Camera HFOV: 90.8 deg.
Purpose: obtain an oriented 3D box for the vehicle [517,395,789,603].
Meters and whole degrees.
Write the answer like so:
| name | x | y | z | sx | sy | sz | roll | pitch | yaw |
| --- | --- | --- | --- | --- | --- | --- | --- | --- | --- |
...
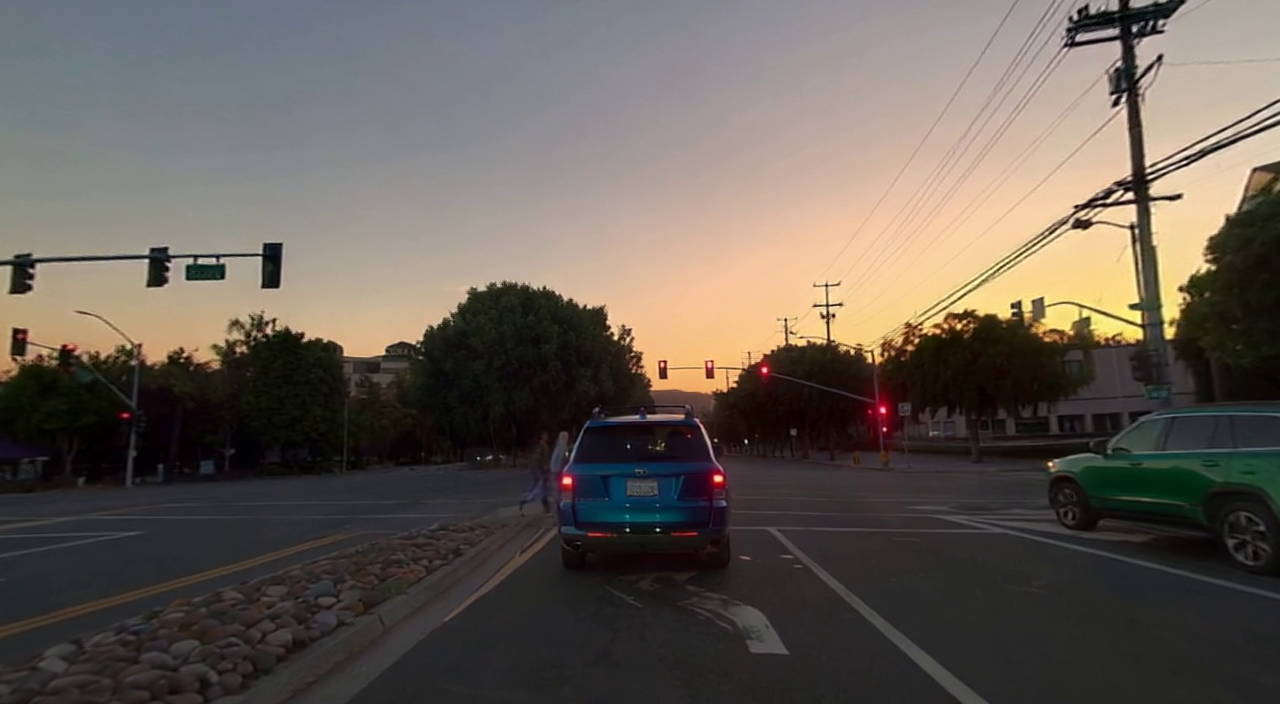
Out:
| name | x | y | z | sx | sy | sz | roll | pitch | yaw |
| --- | --- | --- | --- | --- | --- | --- | --- | --- | --- |
| vehicle | 0.118 | 1.559 | 7.523 | 2.285 | 1.729 | 4.252 | 0 | -9 | 0 |

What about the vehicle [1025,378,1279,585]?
| name | x | y | z | sx | sy | sz | roll | pitch | yaw |
| --- | --- | --- | --- | --- | --- | --- | --- | --- | --- |
| vehicle | 6.800 | 1.354 | 6.982 | 2.119 | 1.827 | 4.806 | -1 | -9 | 1 |
